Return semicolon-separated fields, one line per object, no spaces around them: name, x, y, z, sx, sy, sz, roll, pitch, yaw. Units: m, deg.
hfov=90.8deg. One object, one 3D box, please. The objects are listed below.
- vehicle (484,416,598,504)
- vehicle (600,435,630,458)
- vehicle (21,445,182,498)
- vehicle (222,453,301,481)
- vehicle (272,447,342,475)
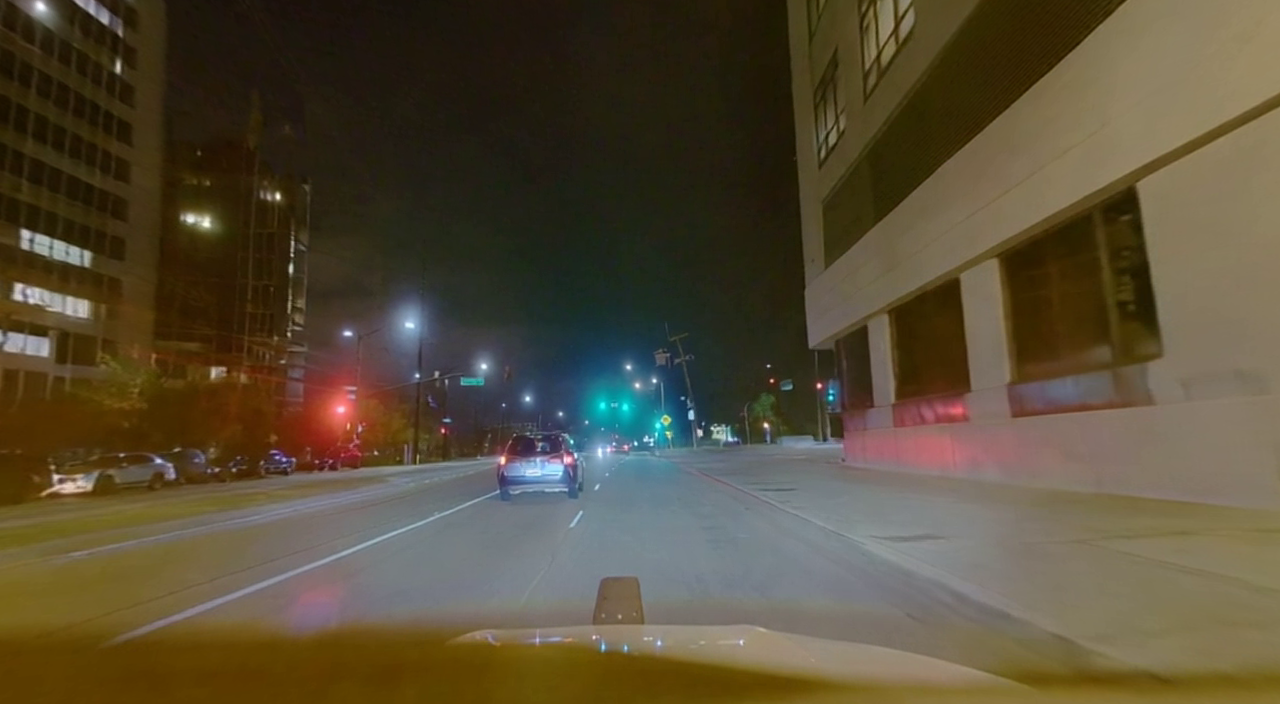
vehicle;-2.126;2.483;14.820;2.022;1.757;4.041;0;-8;0
vehicle;-1.860;7.222;48.141;2.144;1.681;3.855;0;-9;-1
vehicle;-20.512;4.539;24.445;2.015;1.815;4.856;0;-9;-2
vehicle;-20.902;6.336;35.097;1.790;1.415;4.450;0;-9;-2
vehicle;-20.904;6.832;39.884;1.989;1.689;4.388;0;-9;1
